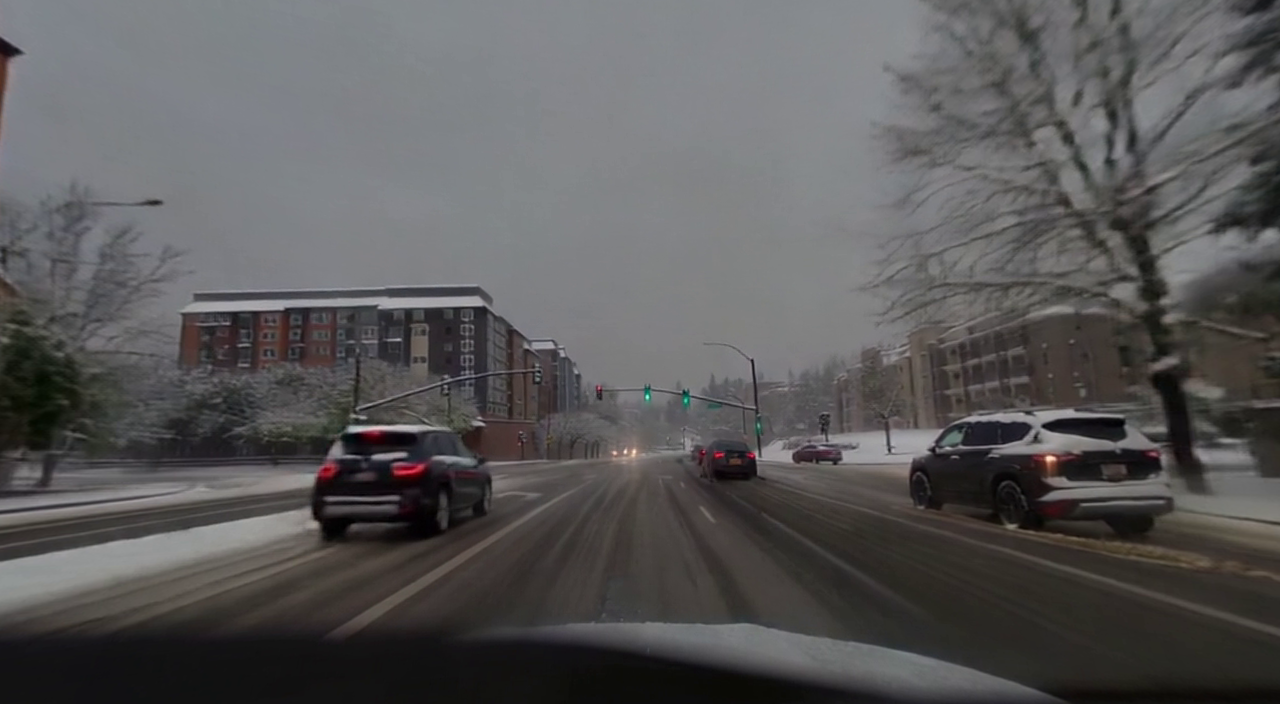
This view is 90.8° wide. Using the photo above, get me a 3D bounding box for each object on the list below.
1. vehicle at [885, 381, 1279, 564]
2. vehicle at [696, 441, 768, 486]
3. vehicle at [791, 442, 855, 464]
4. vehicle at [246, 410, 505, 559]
[{"bbox_3d":[6.217,1.760,9.938,2.427,2.017,5.763,0,-9,0],"label":"vehicle"},{"bbox_3d":[3.279,4.088,23.456,2.003,1.480,4.494,0,-9,0],"label":"vehicle"},{"bbox_3d":[13.697,7.577,47.451,2.051,1.589,4.135,8,-12,-43],"label":"vehicle"},{"bbox_3d":[-3.536,1.861,9.531,2.065,1.716,4.265,0,-9,-1],"label":"vehicle"}]
